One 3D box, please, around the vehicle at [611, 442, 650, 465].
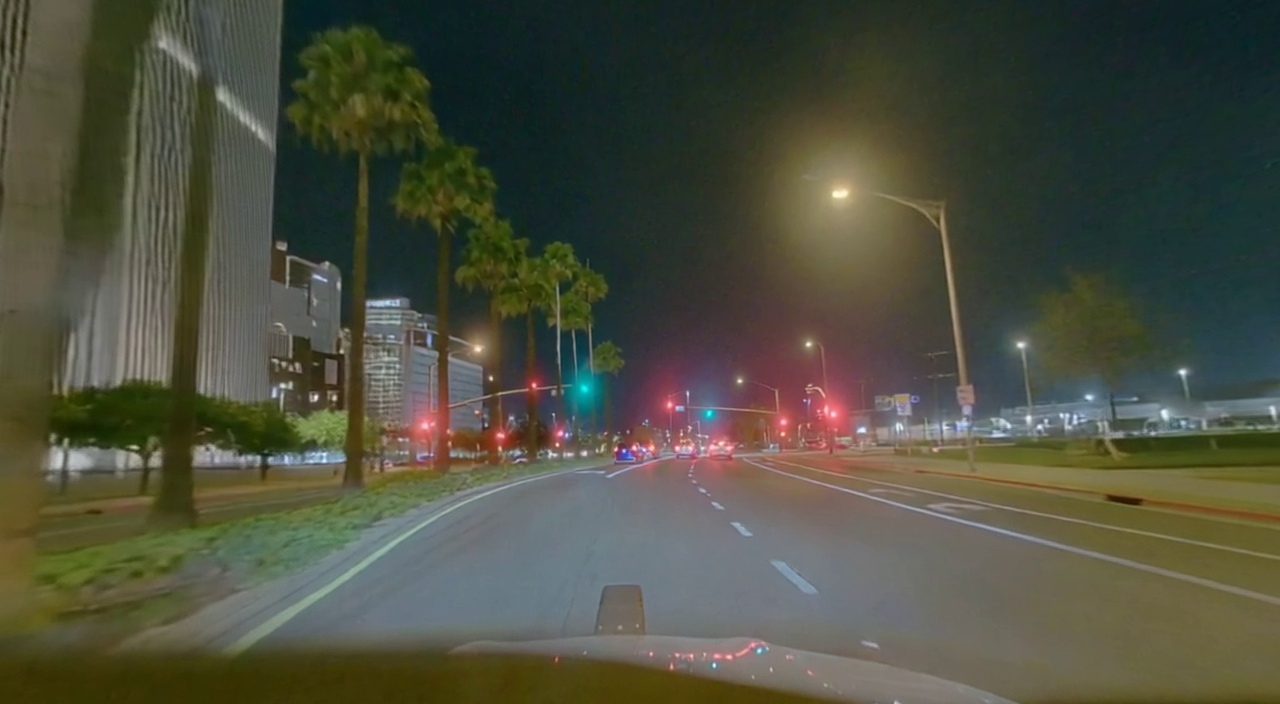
[{"bbox_3d":[-0.602,7.034,43.972,1.962,1.480,4.605,-2,-9,8],"label":"vehicle"}]
